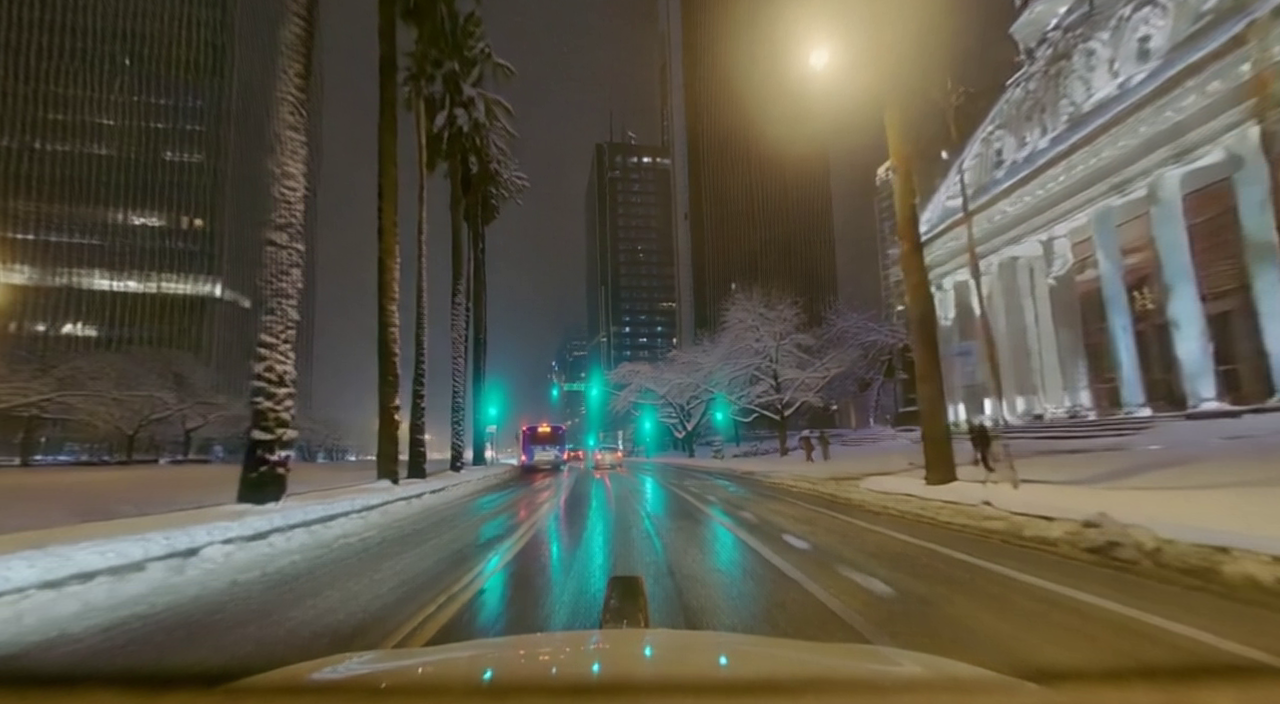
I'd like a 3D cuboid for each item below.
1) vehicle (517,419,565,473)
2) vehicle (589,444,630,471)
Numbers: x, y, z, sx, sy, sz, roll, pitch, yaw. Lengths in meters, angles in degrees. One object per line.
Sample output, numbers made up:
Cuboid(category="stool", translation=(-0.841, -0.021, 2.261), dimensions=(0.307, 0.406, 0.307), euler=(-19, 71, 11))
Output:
Cuboid(category="vehicle", translation=(-6.218, 6.043, 40.637), dimensions=(2.678, 3.042, 8.474), euler=(1, -8, -7))
Cuboid(category="vehicle", translation=(-1.873, 6.246, 37.571), dimensions=(2.107, 1.481, 4.097), euler=(1, -8, -7))
